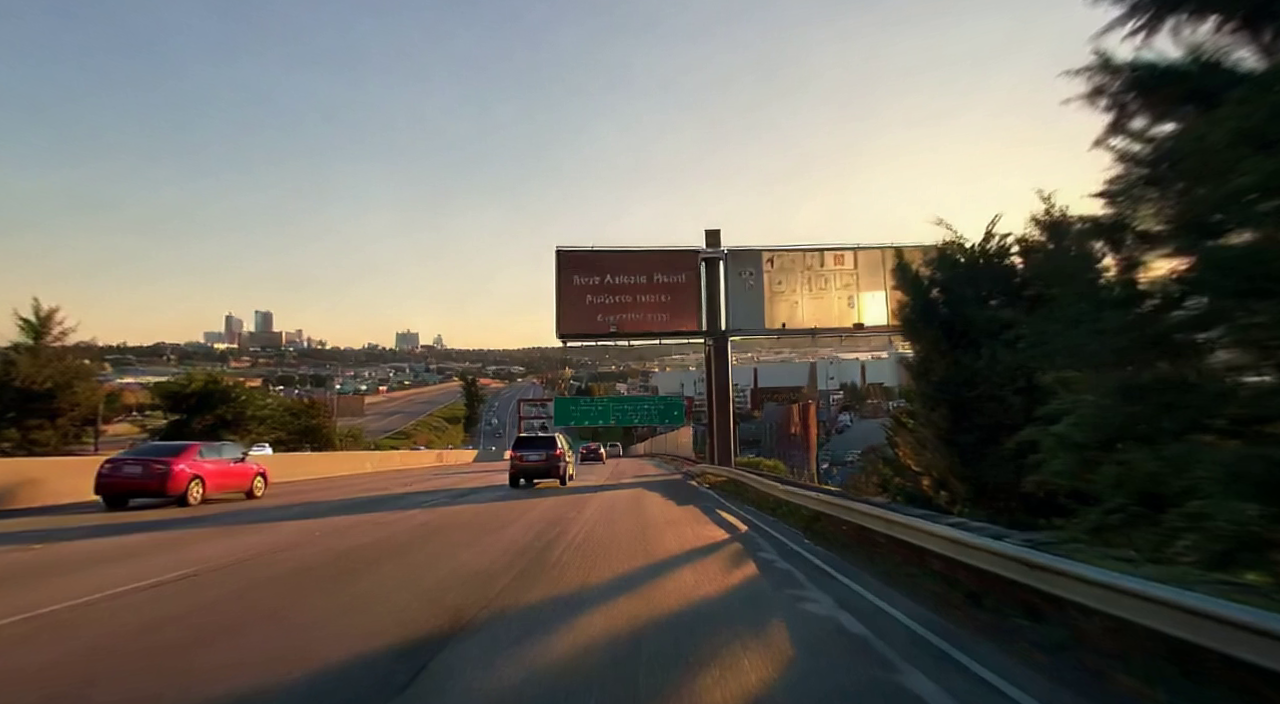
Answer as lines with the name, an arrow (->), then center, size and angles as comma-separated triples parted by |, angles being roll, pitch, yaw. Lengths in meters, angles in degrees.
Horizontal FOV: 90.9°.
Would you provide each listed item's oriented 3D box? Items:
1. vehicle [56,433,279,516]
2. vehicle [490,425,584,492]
vehicle -> -10.860, 2.805, 15.033 | 1.919, 1.665, 4.394 | 0, -8, 0
vehicle -> -3.354, 3.596, 21.715 | 2.301, 1.985, 5.247 | 0, -8, 1
